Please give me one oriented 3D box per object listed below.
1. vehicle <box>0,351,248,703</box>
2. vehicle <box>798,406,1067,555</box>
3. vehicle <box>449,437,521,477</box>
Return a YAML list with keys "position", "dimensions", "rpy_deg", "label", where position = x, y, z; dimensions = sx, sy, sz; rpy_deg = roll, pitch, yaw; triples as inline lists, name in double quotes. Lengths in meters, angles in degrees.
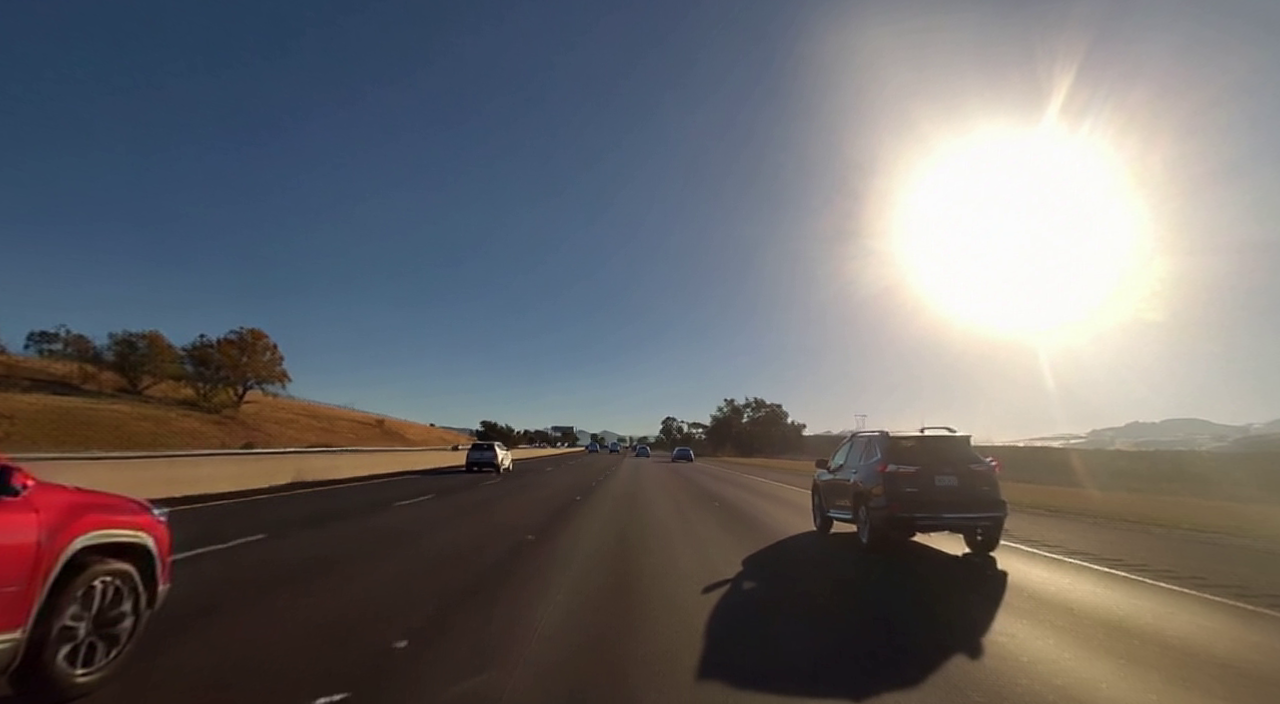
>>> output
- position: [-3.982, 0.796, 2.251]
  dimensions: [2.214, 1.743, 4.465]
  rpy_deg: [-1, -9, 1]
  label: "vehicle"
- position: [4.303, 1.978, 10.388]
  dimensions: [2.153, 1.860, 4.689]
  rpy_deg: [0, -9, 0]
  label: "vehicle"
- position: [-7.176, 4.930, 29.784]
  dimensions: [2.095, 1.696, 4.680]
  rpy_deg: [-1, -9, 2]
  label: "vehicle"
